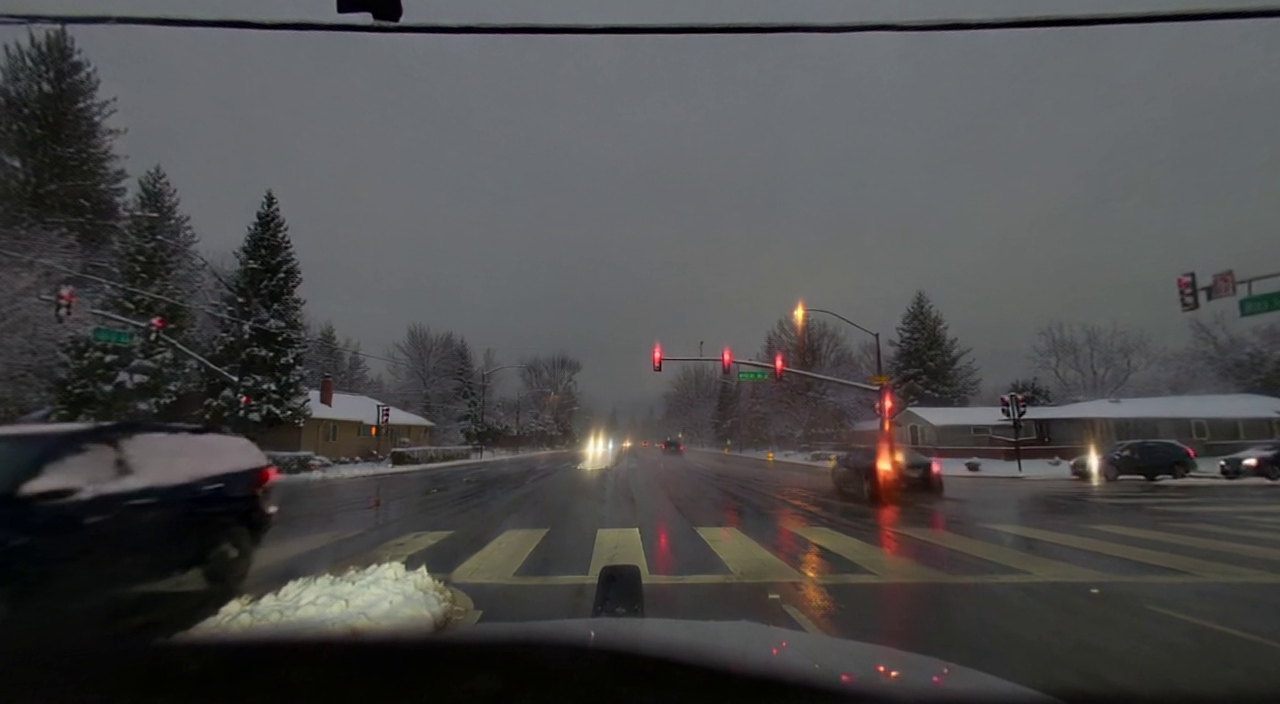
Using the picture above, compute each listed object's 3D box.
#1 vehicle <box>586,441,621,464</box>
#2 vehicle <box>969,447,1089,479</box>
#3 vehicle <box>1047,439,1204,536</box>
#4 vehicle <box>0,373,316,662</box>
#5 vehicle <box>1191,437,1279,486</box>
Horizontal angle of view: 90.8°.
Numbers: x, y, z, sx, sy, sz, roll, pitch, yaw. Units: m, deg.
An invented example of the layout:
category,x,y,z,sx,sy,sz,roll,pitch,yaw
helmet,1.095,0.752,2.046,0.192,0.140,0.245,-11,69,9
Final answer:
category,x,y,z,sx,sy,sz,roll,pitch,yaw
vehicle,-2.398,6.710,42.280,2.045,1.484,3.991,0,-9,0
vehicle,19.734,5.653,32.218,4.874,1.544,1.779,0,-9,1
vehicle,9.323,2.483,12.324,1.961,1.494,4.438,-6,-10,35
vehicle,-4.857,1.231,5.404,2.025,1.704,4.104,0,-9,-1
vehicle,23.630,4.039,23.465,4.417,1.725,1.969,0,-9,-1
